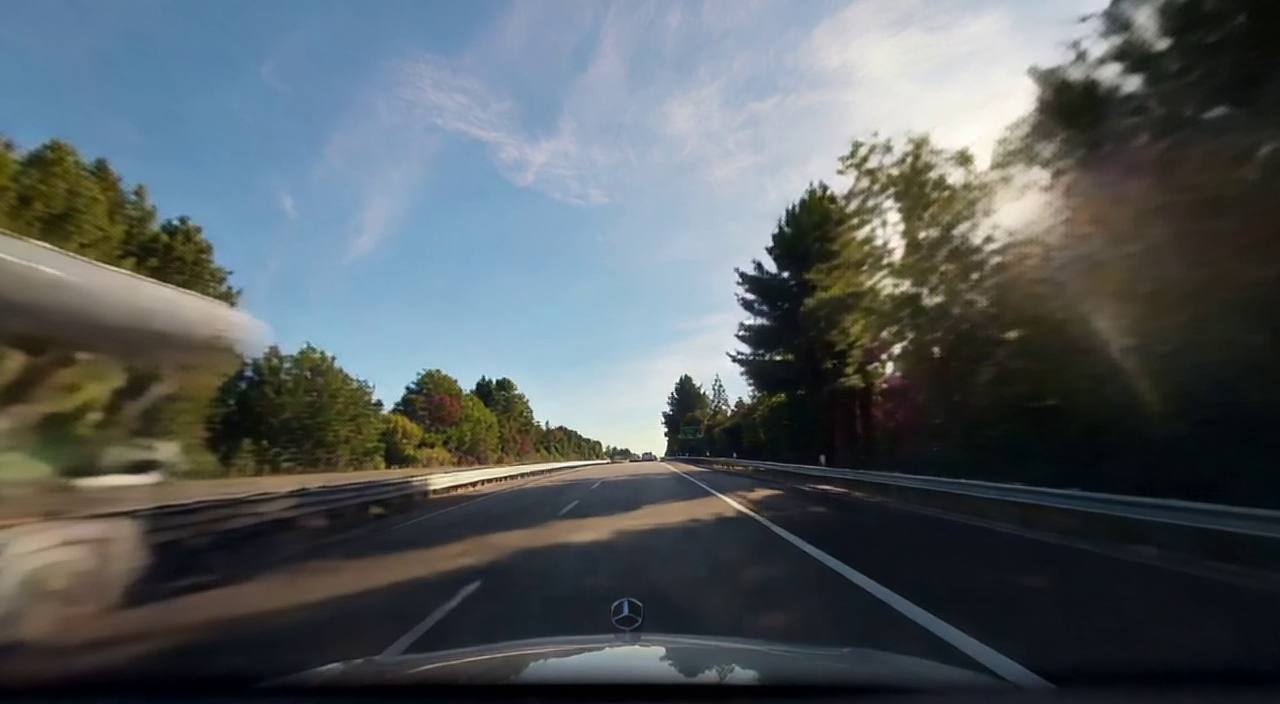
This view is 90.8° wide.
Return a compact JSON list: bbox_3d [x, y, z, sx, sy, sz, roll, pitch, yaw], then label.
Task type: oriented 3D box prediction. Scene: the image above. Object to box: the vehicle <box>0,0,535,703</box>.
[{"bbox_3d":[-3.802,0.503,6.805,2.939,3.731,14.269,0,-9,0],"label":"vehicle"}]
